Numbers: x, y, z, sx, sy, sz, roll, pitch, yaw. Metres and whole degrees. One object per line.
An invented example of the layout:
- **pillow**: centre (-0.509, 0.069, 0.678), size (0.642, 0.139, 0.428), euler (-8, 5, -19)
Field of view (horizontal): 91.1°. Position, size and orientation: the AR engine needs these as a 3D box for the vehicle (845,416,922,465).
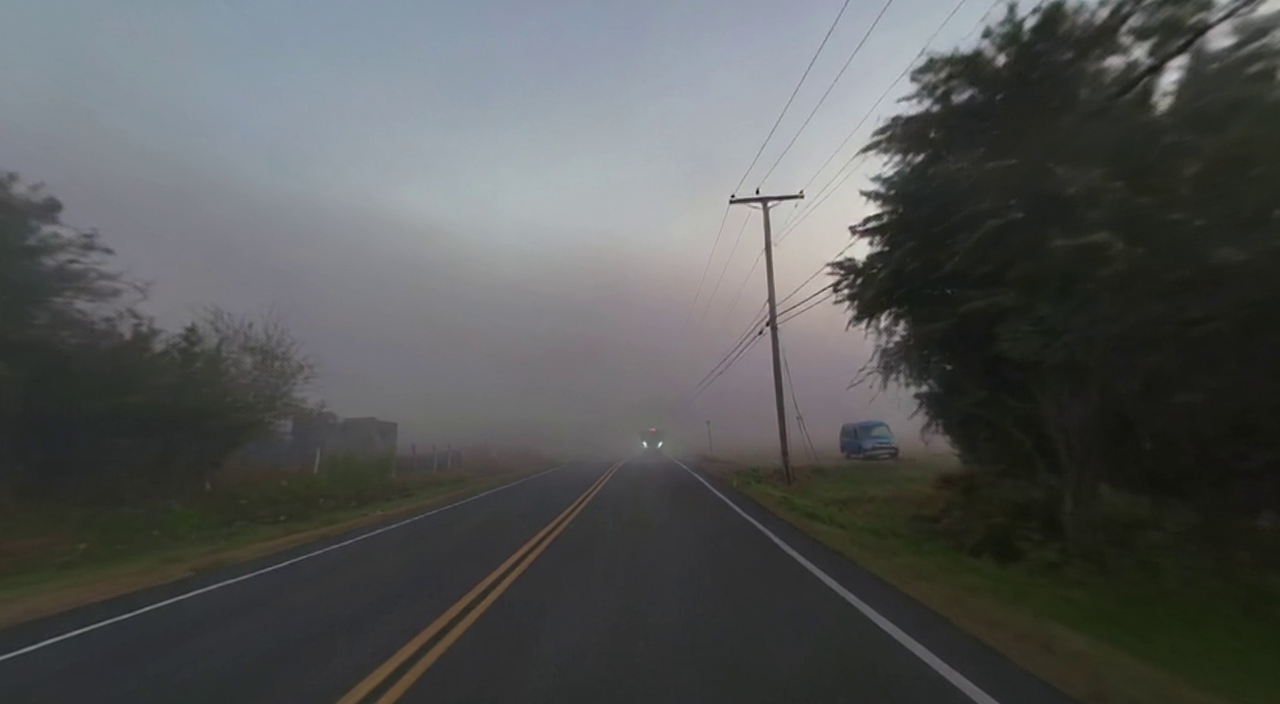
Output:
- **vehicle**: centre (10.968, 4.018, 28.704), size (2.077, 1.919, 4.690), euler (-5, -8, 7)
